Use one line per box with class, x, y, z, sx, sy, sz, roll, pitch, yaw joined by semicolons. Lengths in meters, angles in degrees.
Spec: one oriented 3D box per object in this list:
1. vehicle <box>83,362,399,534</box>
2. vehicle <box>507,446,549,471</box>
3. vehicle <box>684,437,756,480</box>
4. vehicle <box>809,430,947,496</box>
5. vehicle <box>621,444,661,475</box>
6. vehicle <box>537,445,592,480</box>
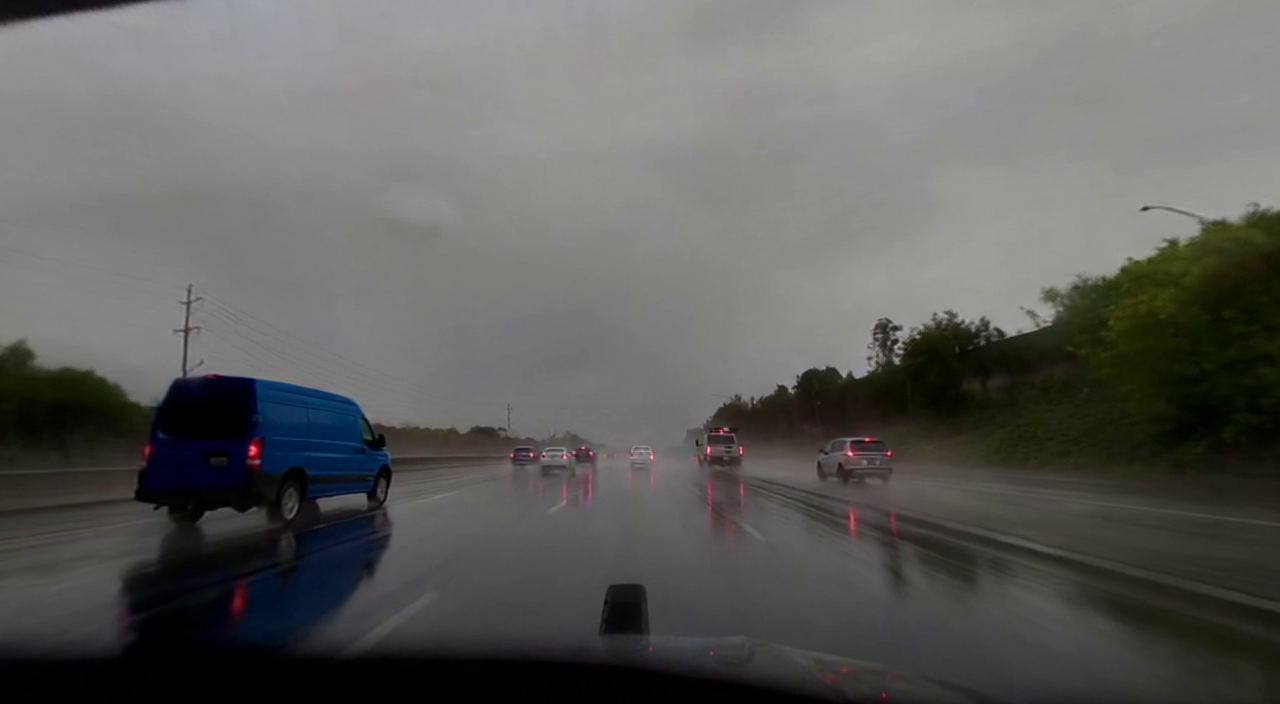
vehicle;-7.526;1.978;13.224;2.336;2.708;6.421;0;-9;0
vehicle;-7.525;7.152;42.638;1.961;1.562;4.301;0;-9;1
vehicle;3.721;5.140;30.786;2.777;1.895;5.710;0;-9;0
vehicle;7.452;3.545;20.593;2.304;1.840;5.706;0;-9;0
vehicle;0.077;6.022;35.599;2.115;1.617;4.102;0;-9;1
vehicle;-3.417;5.099;29.355;1.970;1.483;4.071;0;-9;1
